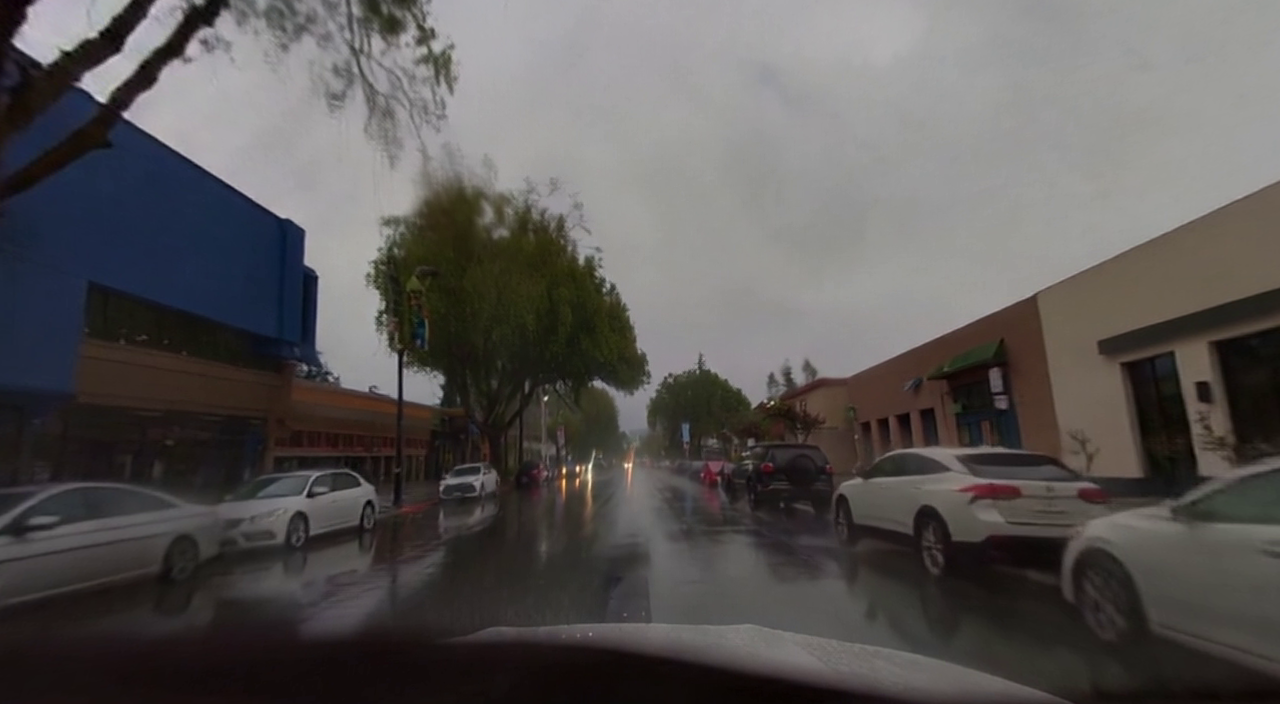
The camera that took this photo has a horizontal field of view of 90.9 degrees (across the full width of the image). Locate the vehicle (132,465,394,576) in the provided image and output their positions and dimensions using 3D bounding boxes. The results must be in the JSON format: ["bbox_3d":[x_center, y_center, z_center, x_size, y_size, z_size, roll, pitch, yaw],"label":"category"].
[{"bbox_3d":[-7.089,3.176,12.724,2.182,1.522,4.946,-3,-8,2],"label":"vehicle"}]

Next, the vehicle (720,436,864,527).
[{"bbox_3d":[3.792,3.352,17.017,2.390,2.005,5.276,0,-9,-2],"label":"vehicle"}]

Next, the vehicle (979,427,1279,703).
[{"bbox_3d":[4.056,1.129,3.180,1.973,1.494,4.867,-1,-9,0],"label":"vehicle"}]

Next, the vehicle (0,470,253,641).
[{"bbox_3d":[-7.212,2.287,7.562,2.001,1.502,4.851,-1,-8,1],"label":"vehicle"}]

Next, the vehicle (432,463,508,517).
[{"bbox_3d":[-7.146,5.827,27.115,1.996,1.770,5.518,-1,-8,-3],"label":"vehicle"}]

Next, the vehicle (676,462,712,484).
[{"bbox_3d":[4.033,9.094,47.684,2.081,1.463,4.263,0,-9,-3],"label":"vehicle"}]
